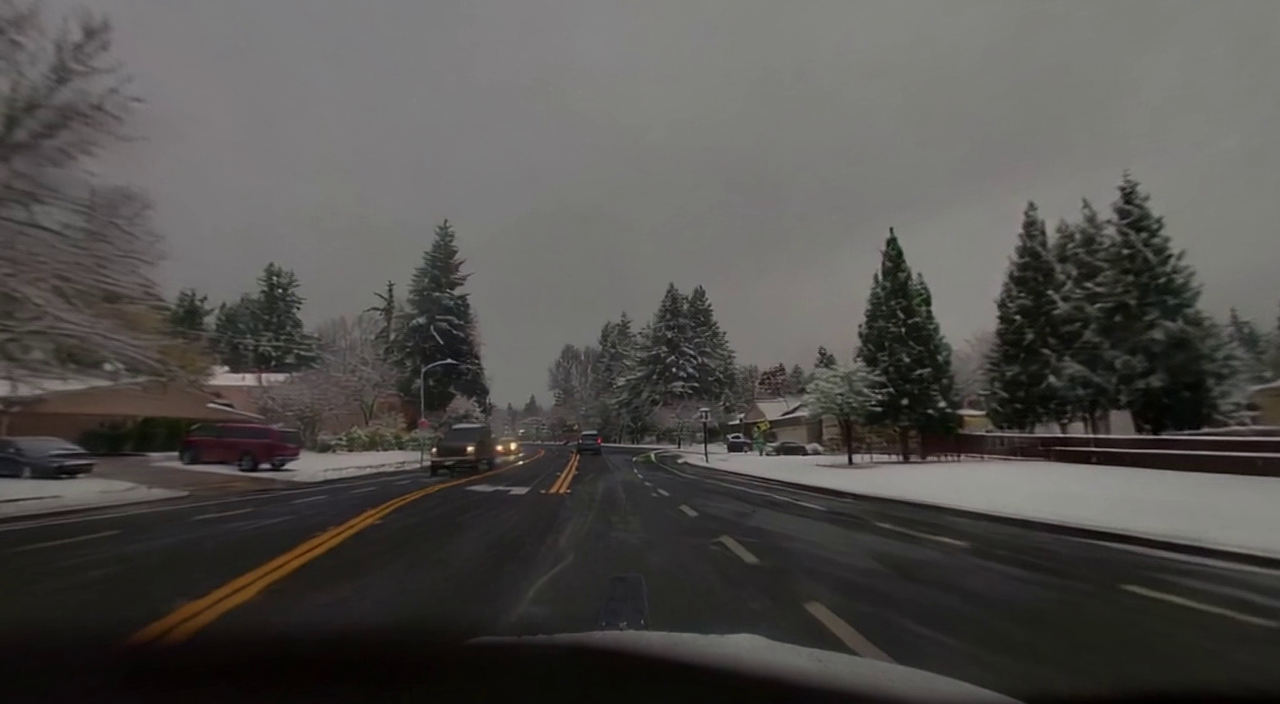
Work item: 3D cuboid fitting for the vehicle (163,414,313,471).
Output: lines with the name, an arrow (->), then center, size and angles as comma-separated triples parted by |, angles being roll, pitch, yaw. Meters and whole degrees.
vehicle -> -20.757, 4.705, 32.690 | 6.474, 2.781, 2.364 | -1, -9, 10

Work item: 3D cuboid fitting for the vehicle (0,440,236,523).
vehicle -> -12.028, 2.944, 14.954 | 1.881, 1.655, 4.177 | 0, -8, 3

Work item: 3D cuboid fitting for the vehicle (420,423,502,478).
vehicle -> -7.332, 4.100, 26.368 | 2.281, 2.069, 4.797 | 1, -8, -4
